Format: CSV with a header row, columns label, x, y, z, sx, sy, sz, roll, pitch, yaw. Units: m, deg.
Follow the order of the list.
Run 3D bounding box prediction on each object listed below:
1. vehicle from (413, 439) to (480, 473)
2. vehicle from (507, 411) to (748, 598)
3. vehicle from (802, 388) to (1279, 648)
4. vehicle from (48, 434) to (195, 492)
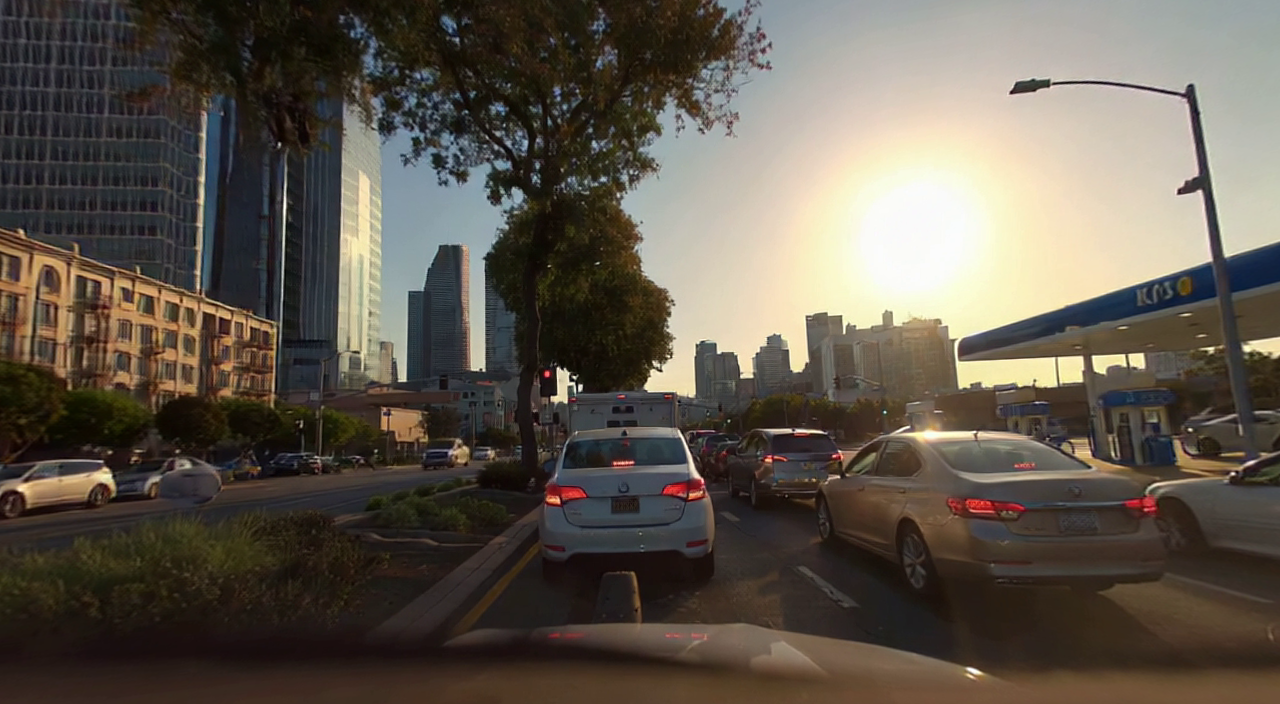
label,x,y,z,sx,sy,sz,roll,pitch,yaw
vehicle,-10.971,5.942,36.203,2.190,1.778,5.033,-1,-9,1
vehicle,-0.148,1.616,7.466,2.106,1.613,3.697,0,-9,-1
vehicle,3.369,1.424,6.470,2.056,1.700,4.399,0,-9,-3
vehicle,-26.949,5.778,33.294,2.571,2.711,6.027,0,-9,0
